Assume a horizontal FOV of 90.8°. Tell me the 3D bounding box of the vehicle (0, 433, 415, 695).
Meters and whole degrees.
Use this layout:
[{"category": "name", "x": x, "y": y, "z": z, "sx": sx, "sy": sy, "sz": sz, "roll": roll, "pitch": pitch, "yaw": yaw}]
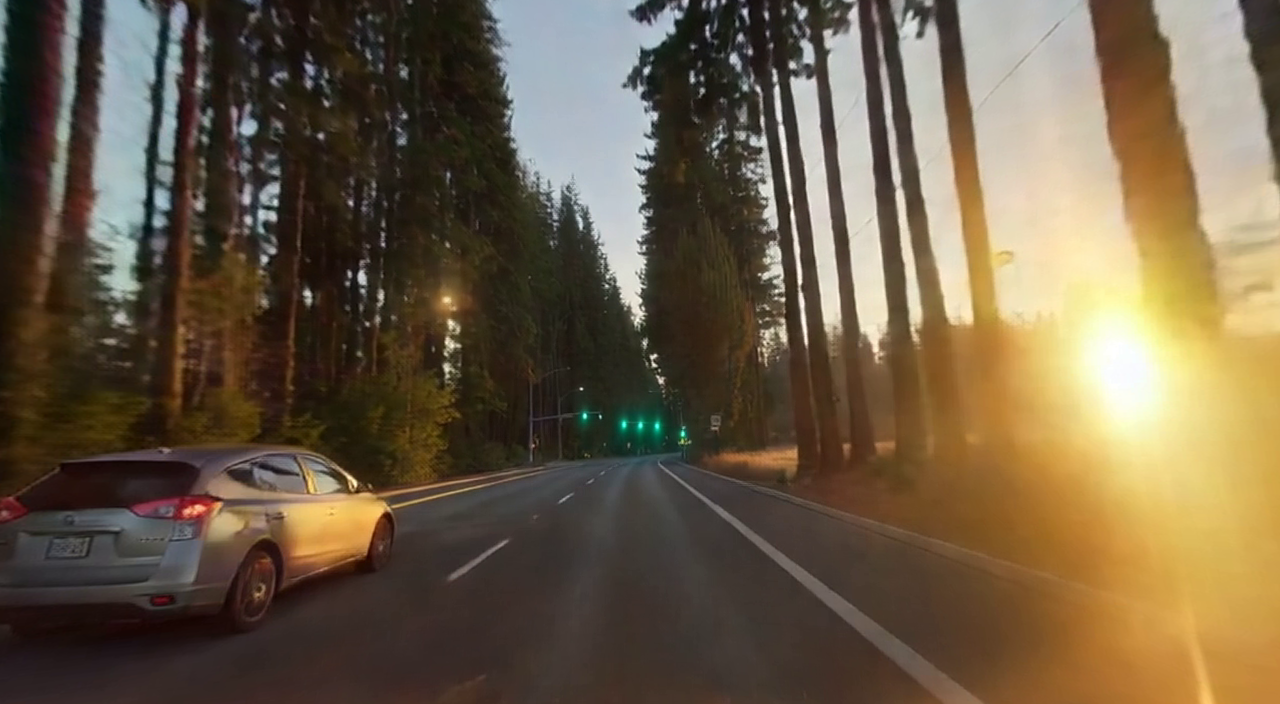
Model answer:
[{"category": "vehicle", "x": -3.779, "y": 1.492, "z": 5.660, "sx": 1.946, "sy": 1.437, "sz": 4.154, "roll": 0, "pitch": -8, "yaw": 1}]
